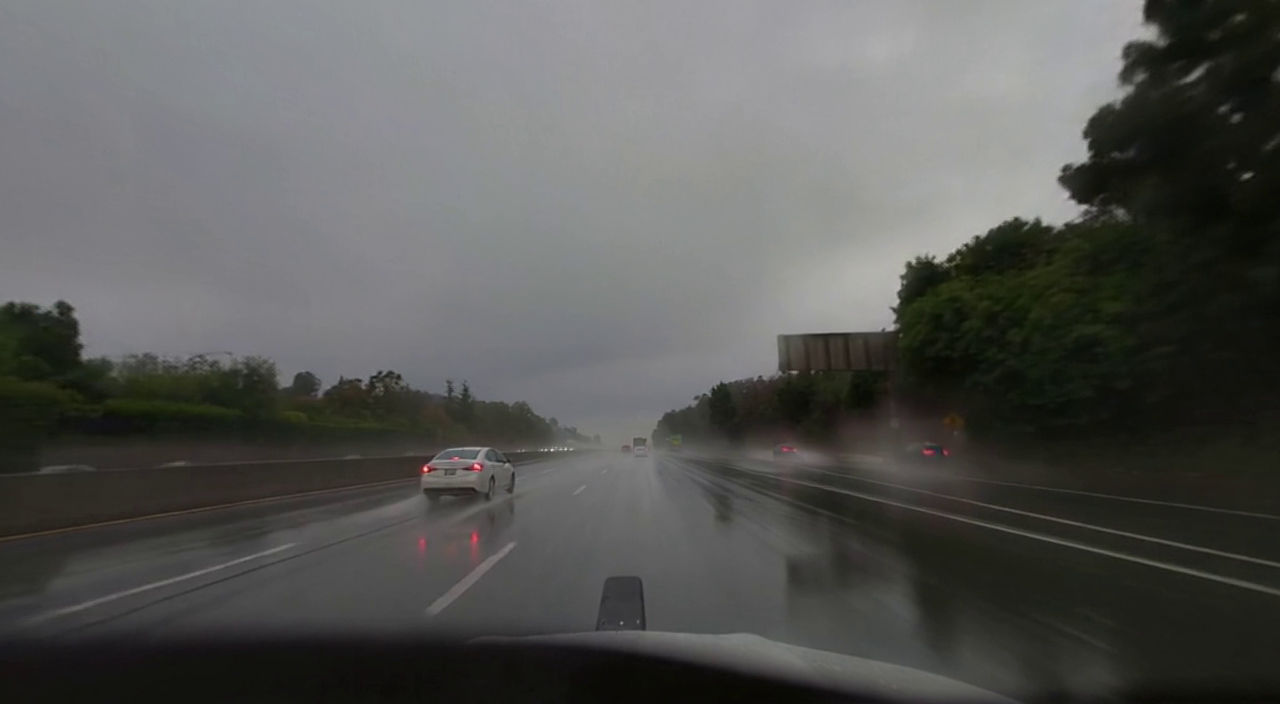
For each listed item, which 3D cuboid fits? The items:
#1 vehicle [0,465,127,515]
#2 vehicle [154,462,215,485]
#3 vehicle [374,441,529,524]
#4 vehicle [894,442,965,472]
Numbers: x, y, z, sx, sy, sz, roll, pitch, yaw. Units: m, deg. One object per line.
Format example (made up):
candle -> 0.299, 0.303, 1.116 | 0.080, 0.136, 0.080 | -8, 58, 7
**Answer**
vehicle -> -19.888, 4.592, 21.315 | 1.701, 1.412, 3.968 | 0, -9, 0
vehicle -> -30.767, 8.212, 42.739 | 1.655, 1.409, 3.416 | 0, -9, -2
vehicle -> -3.770, 2.675, 13.554 | 1.873, 1.438, 4.546 | -1, -9, 1
vehicle -> 15.154, 5.500, 33.250 | 1.805, 1.427, 4.447 | -1, -9, 3
